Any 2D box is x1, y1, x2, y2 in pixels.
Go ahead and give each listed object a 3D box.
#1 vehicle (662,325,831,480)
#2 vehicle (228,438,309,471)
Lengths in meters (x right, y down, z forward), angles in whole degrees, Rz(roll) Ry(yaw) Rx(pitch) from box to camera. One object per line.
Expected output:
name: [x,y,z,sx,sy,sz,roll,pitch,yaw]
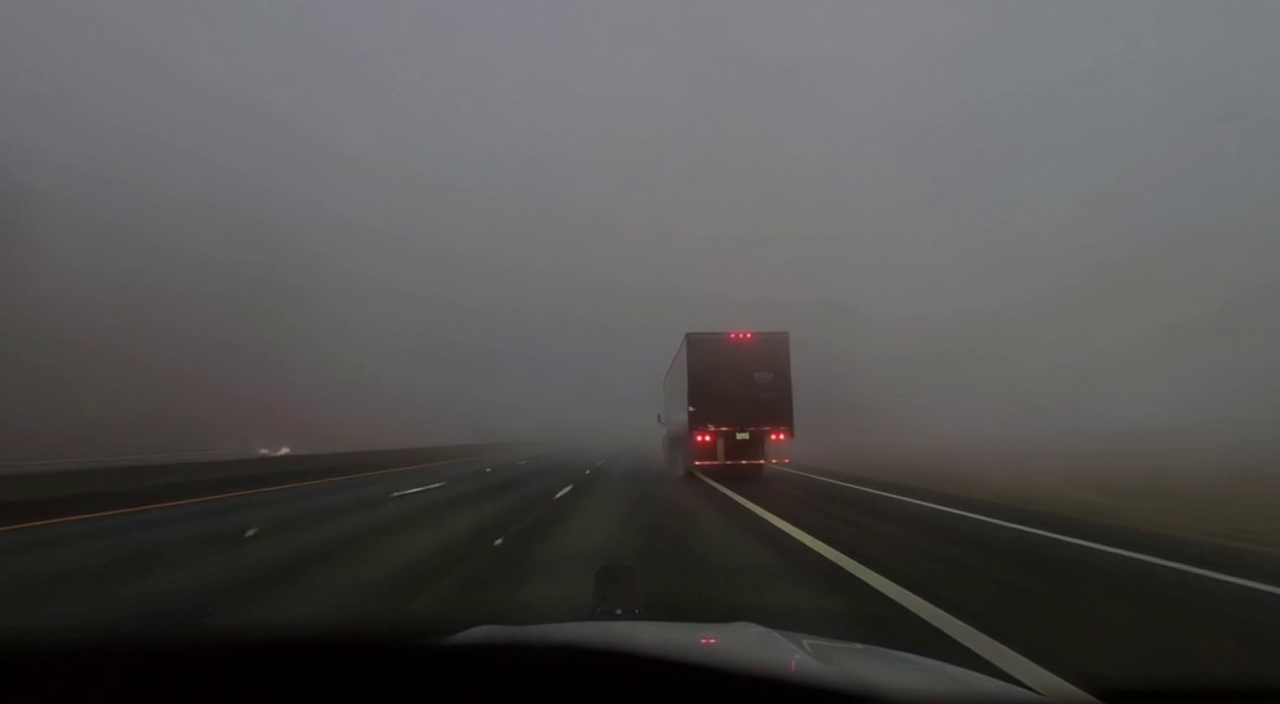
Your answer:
vehicle: [2.737,1.987,21.089,3.446,3.698,12.089,0,-8,0]
vehicle: [-22.373,6.142,38.101,2.037,1.830,4.722,0,-8,0]
